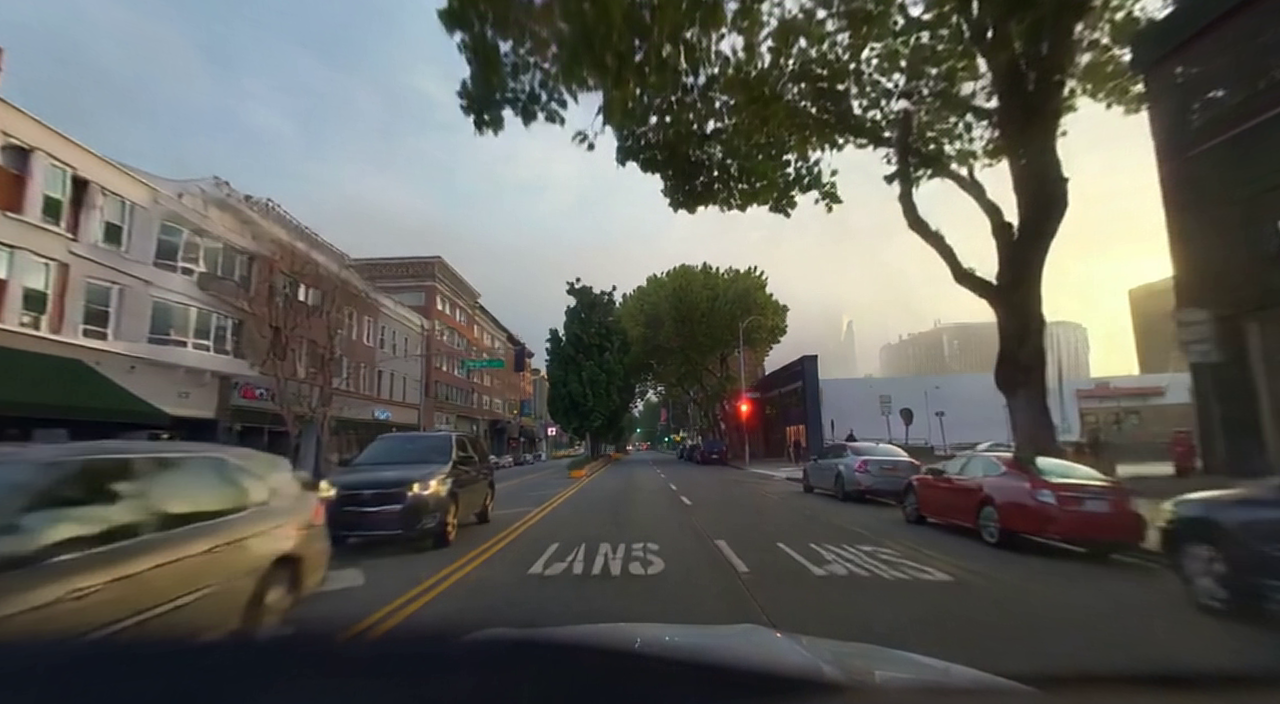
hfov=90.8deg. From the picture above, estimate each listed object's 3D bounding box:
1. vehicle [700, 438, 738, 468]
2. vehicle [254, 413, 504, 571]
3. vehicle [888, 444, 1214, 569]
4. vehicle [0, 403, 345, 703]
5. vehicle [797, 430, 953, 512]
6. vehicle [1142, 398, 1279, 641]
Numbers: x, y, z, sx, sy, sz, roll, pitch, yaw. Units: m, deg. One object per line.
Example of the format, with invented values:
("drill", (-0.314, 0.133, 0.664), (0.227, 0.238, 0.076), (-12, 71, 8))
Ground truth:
("vehicle", (5.631, 7.222, 45.435), (2.010, 1.943, 4.319), (-2, -9, -1))
("vehicle", (-3.455, 1.926, 9.514), (2.028, 1.764, 4.503), (0, -8, -3))
("vehicle", (5.886, 2.207, 10.017), (1.910, 1.471, 4.758), (0, -8, -1))
("vehicle", (-3.123, 0.977, 2.288), (2.013, 1.527, 4.335), (0, -8, 0))
("vehicle", (5.882, 3.031, 16.647), (2.150, 1.805, 4.870), (0, -8, -1))
("vehicle", (5.821, 1.057, 3.484), (2.116, 1.780, 4.682), (0, -8, -2))
